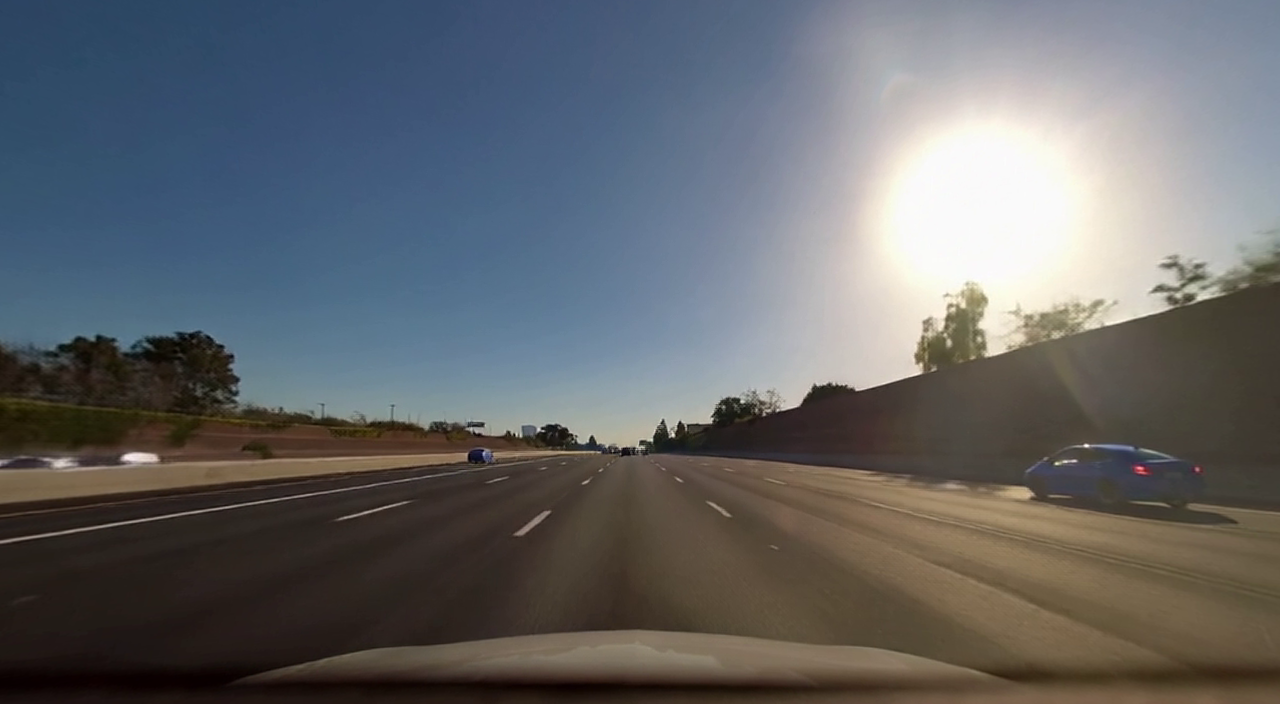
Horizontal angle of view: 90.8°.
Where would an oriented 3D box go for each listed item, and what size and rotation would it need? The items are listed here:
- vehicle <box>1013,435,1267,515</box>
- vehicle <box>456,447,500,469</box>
[{"bbox_3d":[10.826,2.669,14.250,1.985,1.493,4.486,0,-9,-1],"label":"vehicle"},{"bbox_3d":[-11.489,7.542,45.064,1.921,1.452,4.429,0,-9,0],"label":"vehicle"}]
